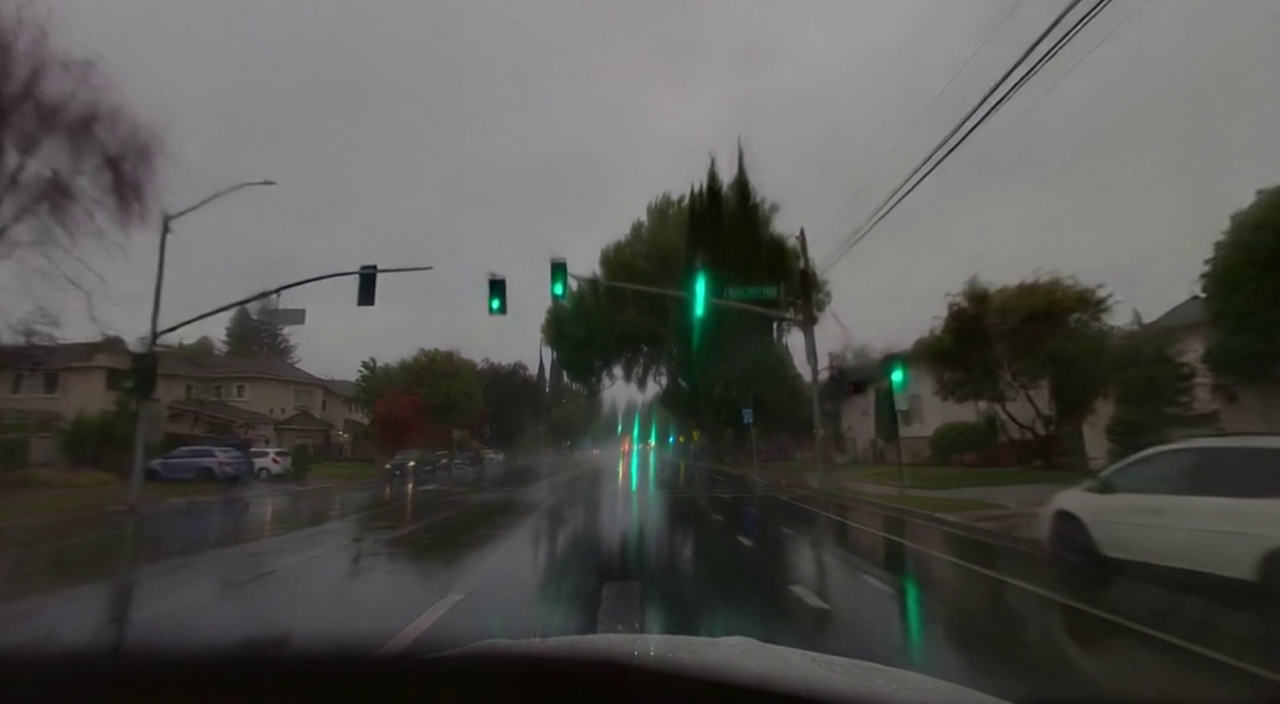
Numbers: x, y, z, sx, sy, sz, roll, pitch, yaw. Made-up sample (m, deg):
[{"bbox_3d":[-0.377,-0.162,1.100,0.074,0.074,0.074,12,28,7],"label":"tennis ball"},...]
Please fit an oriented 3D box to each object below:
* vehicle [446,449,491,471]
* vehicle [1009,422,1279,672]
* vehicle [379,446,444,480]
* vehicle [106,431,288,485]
[{"bbox_3d":[-12.145,7.709,44.956,1.888,1.477,4.629,-1,-10,0],"label":"vehicle"},{"bbox_3d":[5.237,1.416,4.954,1.979,1.637,4.321,0,-9,0],"label":"vehicle"},{"bbox_3d":[-12.120,5.917,33.711,1.932,1.673,4.314,-1,-10,-1],"label":"vehicle"},{"bbox_3d":[-17.933,4.347,25.697,5.656,1.999,2.307,-1,-10,2],"label":"vehicle"}]
